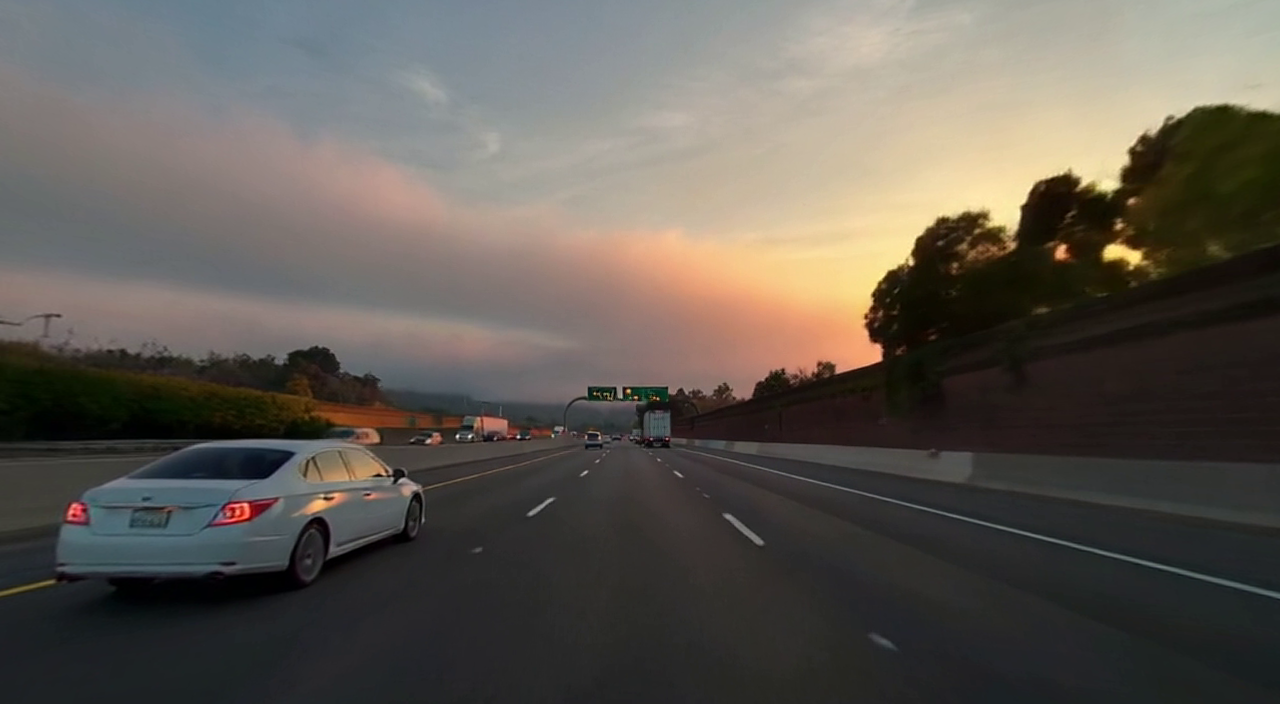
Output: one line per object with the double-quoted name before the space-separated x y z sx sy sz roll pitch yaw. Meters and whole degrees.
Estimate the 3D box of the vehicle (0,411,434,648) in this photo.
"vehicle" -3.712 1.389 6.139 1.971 1.444 4.401 0 -8 -1
